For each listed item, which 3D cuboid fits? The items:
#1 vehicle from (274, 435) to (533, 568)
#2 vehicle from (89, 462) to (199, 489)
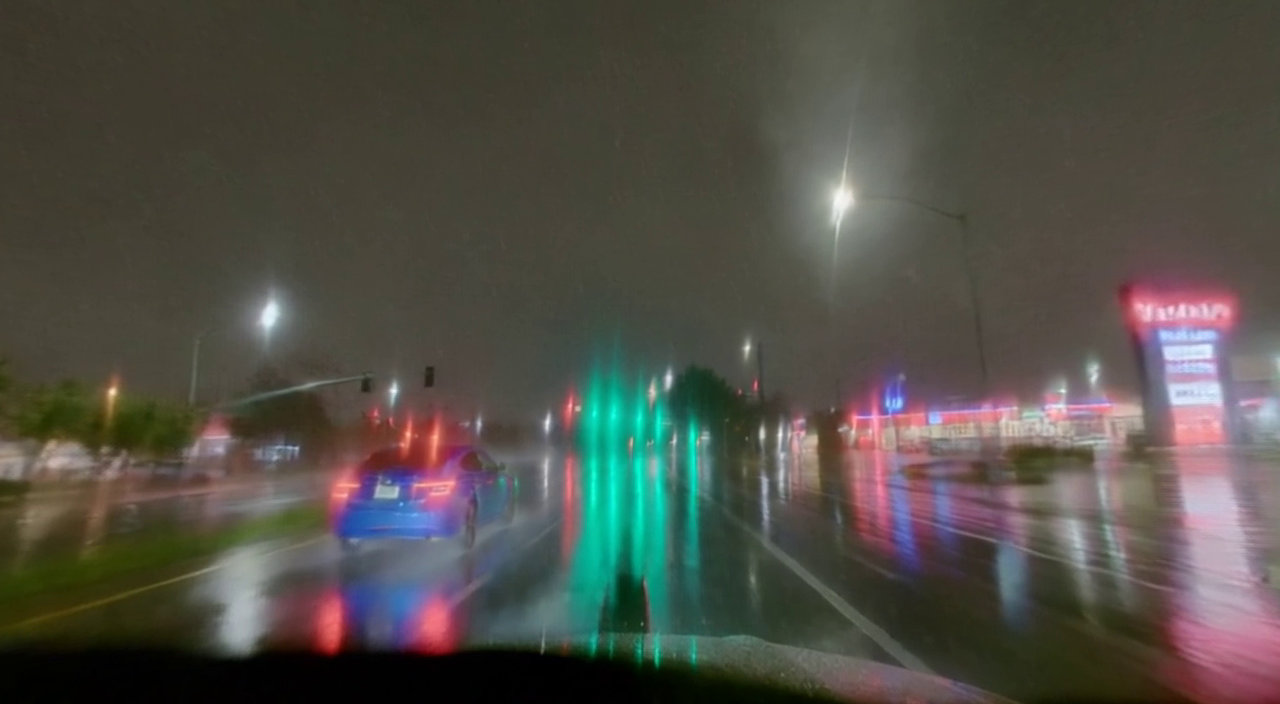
[{"bbox_3d":[-3.042,2.021,9.427,2.082,1.460,4.636,0,-8,0],"label":"vehicle"},{"bbox_3d":[-30.909,7.704,39.517,4.960,1.464,2.137,4,-9,-24],"label":"vehicle"}]
